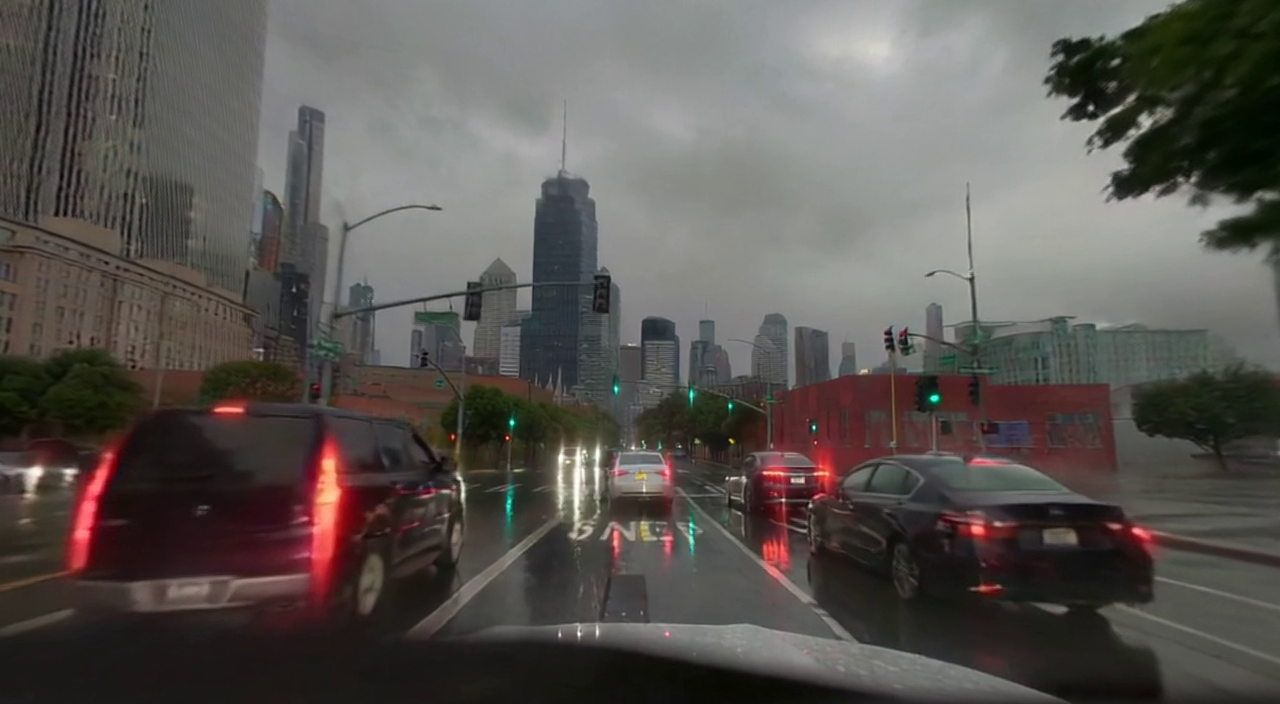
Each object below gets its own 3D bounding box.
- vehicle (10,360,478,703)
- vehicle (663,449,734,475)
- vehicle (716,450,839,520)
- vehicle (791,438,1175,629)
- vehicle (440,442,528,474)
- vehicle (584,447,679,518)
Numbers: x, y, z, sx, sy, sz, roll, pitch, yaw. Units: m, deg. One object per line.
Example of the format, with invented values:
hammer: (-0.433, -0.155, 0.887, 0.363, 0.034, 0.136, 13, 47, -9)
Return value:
vehicle: (-2.859, 1.332, 5.709, 1.683, 2.039, 3.703, 0, -8, 2)
vehicle: (3.634, 6.931, 40.143, 2.106, 1.498, 4.820, 4, -10, -28)
vehicle: (3.243, 3.221, 15.844, 1.942, 1.443, 4.468, 0, -8, -2)
vehicle: (3.364, 1.829, 7.495, 1.973, 1.537, 4.533, 0, -8, 0)
vehicle: (-8.790, 5.916, 35.483, 4.556, 1.689, 1.982, -4, -9, 25)
vehicle: (-0.242, 3.075, 15.373, 2.031, 1.461, 3.763, 0, -8, -2)
